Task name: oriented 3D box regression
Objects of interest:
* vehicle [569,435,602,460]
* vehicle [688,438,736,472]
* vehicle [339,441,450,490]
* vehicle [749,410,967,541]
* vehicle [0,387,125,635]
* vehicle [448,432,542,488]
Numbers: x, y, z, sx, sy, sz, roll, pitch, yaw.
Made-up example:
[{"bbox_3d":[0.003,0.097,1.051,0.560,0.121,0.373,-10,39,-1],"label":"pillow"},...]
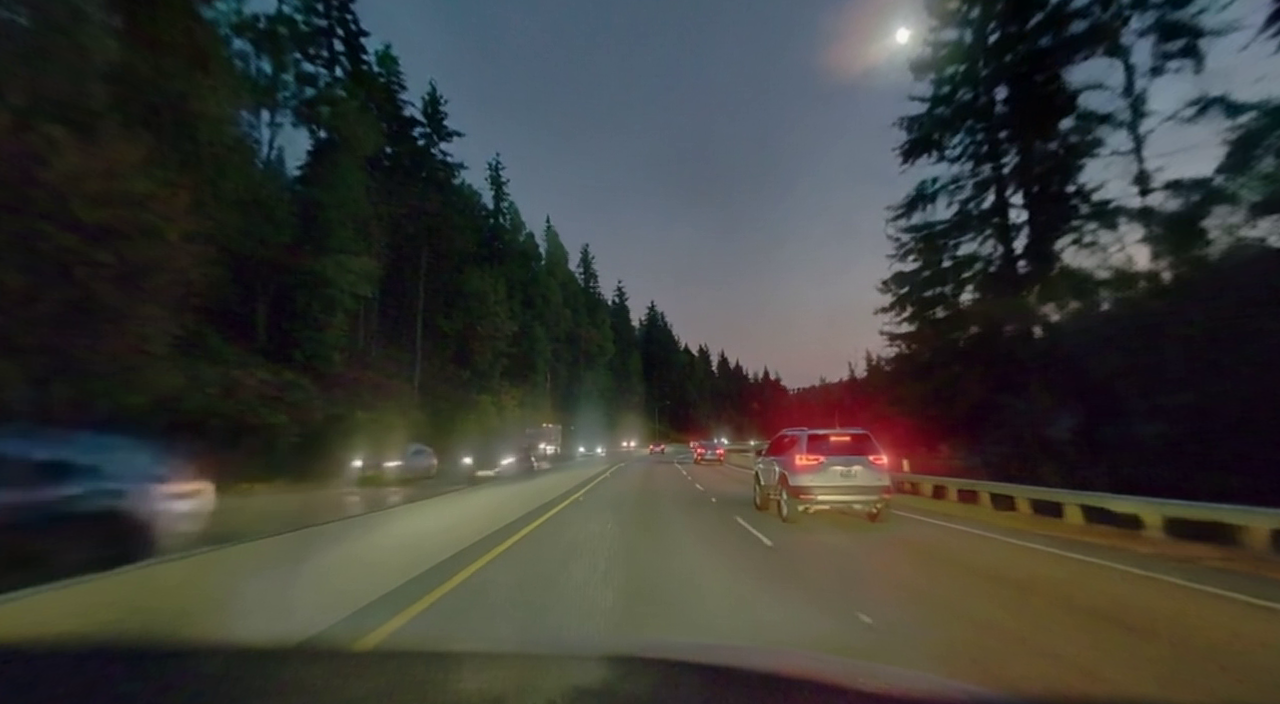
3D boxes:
[{"bbox_3d":[-4.057,7.201,47.585,1.965,1.727,4.041,-1,-8,3],"label":"vehicle"},{"bbox_3d":[3.879,5.640,34.702,2.112,1.708,4.380,0,-8,0],"label":"vehicle"},{"bbox_3d":[-8.182,3.801,21.539,1.909,1.486,4.382,0,-8,2],"label":"vehicle"},{"bbox_3d":[3.621,2.168,11.750,2.270,1.897,4.822,0,-8,-1],"label":"vehicle"},{"bbox_3d":[-5.548,0.935,3.199,2.146,1.707,4.326,0,-8,1],"label":"vehicle"},{"bbox_3d":[-4.831,3.666,21.726,2.054,1.683,4.384,0,-8,2],"label":"vehicle"}]
